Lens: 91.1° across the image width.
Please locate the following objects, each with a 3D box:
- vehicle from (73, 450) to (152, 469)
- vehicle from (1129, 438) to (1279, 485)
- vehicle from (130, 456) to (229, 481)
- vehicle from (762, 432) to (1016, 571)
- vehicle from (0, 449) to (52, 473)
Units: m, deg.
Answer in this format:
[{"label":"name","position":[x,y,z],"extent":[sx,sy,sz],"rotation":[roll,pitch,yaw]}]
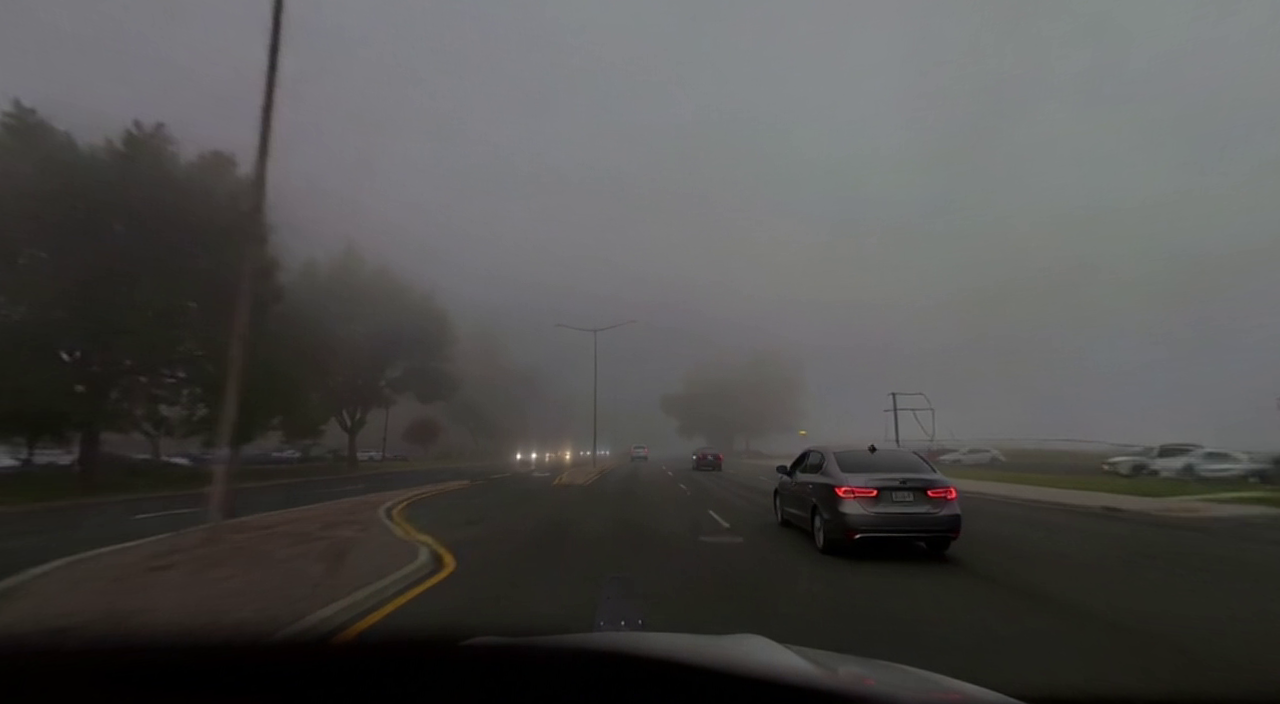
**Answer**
[{"label":"vehicle","position":[-41.731,8.500,49.731],"extent":[4.434,1.472,1.915],"rotation":[0,-9,0]},{"label":"vehicle","position":[19.913,3.750,21.678],"extent":[4.255,1.537,2.037],"rotation":[0,-9,1]},{"label":"vehicle","position":[-29.244,7.376,39.947],"extent":[4.707,1.474,1.964],"rotation":[0,-9,1]},{"label":"vehicle","position":[3.164,1.976,9.145],"extent":[1.935,1.501,4.384],"rotation":[0,-9,0]},{"label":"vehicle","position":[-42.400,7.259,41.844],"extent":[4.363,1.505,1.984],"rotation":[0,-9,0]}]
